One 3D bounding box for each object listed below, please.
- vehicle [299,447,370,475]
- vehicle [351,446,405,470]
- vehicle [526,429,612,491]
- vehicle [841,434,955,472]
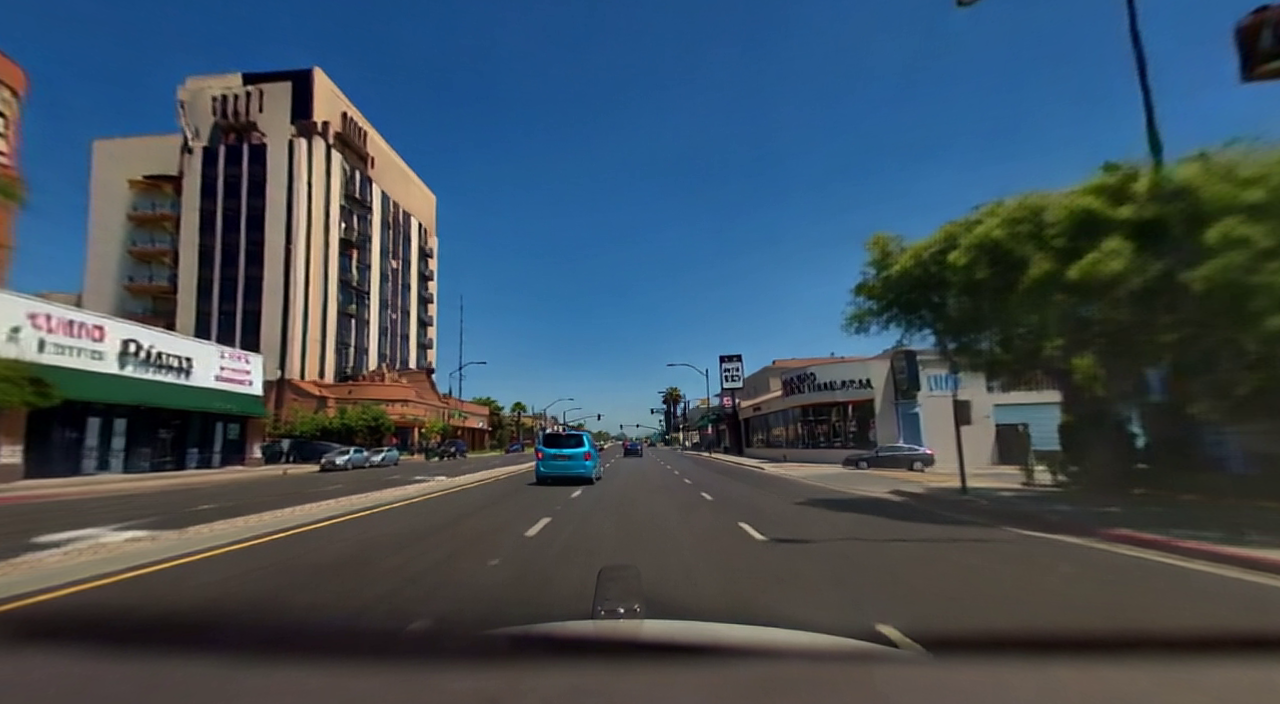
[{"bbox_3d":[-17.790,6.346,36.896,1.852,1.481,4.660,0,-8,-1],"label":"vehicle"},{"bbox_3d":[-17.715,7.186,42.765,1.840,1.508,4.376,0,-8,-1],"label":"vehicle"},{"bbox_3d":[-2.073,3.296,19.481,2.080,1.722,3.766,0,-8,2],"label":"vehicle"},{"bbox_3d":[14.853,5.855,36.663,2.589,1.989,5.779,4,-9,-26],"label":"vehicle"}]
